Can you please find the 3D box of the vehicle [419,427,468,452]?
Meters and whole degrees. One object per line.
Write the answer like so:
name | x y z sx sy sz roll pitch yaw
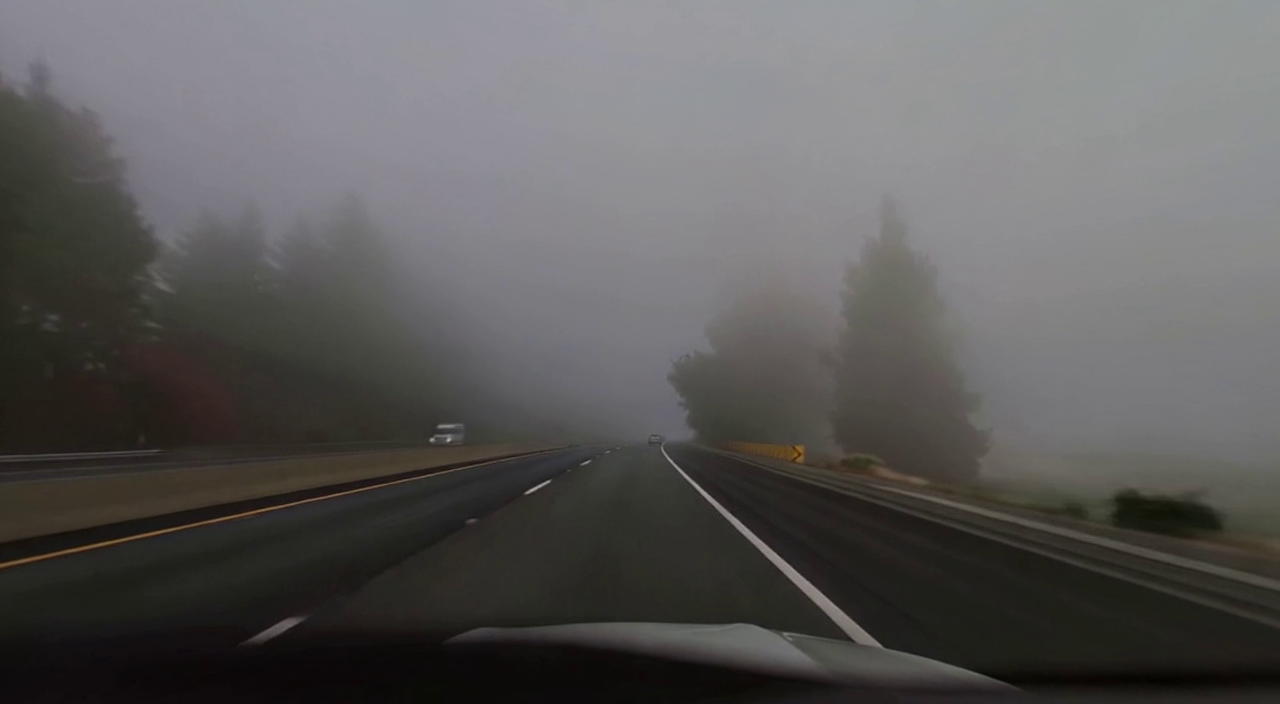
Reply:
vehicle | -15.397 6.855 49.679 2.120 1.862 5.124 0 -8 1
